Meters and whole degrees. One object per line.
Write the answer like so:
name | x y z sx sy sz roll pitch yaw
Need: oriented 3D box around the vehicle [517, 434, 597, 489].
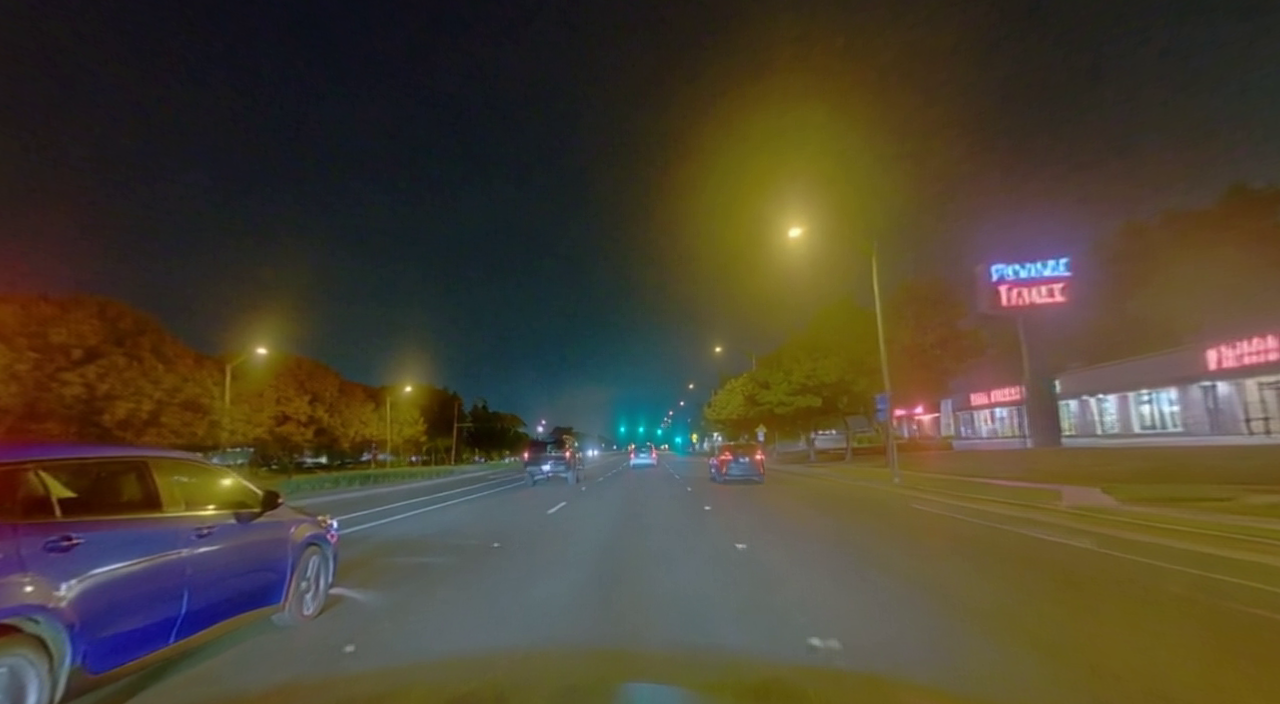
vehicle | -2.878 3.925 22.963 2.193 1.788 4.603 0 -8 1

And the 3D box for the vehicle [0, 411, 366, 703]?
vehicle | -3.266 1.020 2.708 1.956 1.460 4.802 0 -8 1

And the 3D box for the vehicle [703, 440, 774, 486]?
vehicle | 3.487 4.025 23.179 1.904 1.490 4.299 0 -8 0

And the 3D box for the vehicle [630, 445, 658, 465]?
vehicle | 0.299 7.714 47.487 2.069 1.445 3.965 0 -8 0
